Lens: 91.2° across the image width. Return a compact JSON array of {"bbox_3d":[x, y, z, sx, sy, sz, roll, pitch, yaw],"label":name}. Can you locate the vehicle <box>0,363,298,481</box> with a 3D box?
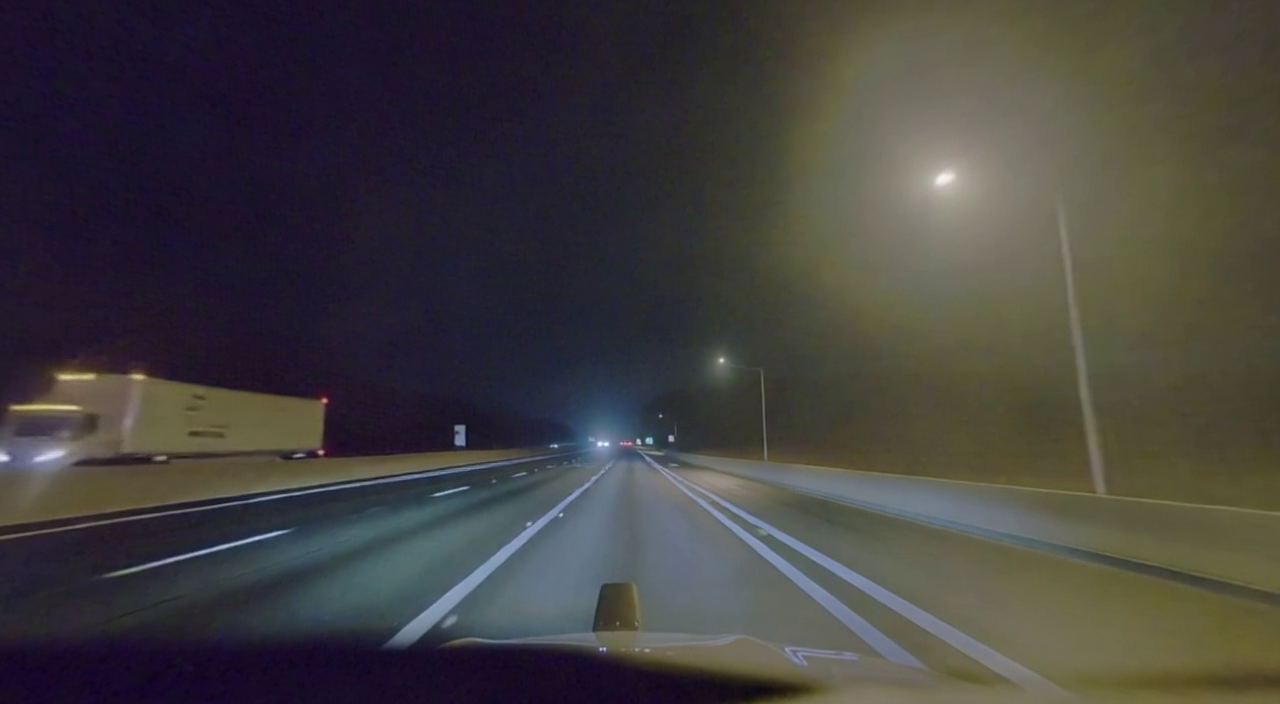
[{"bbox_3d":[-24.379,3.976,32.607,3.650,4.465,17.511,0,-9,-1],"label":"vehicle"}]
